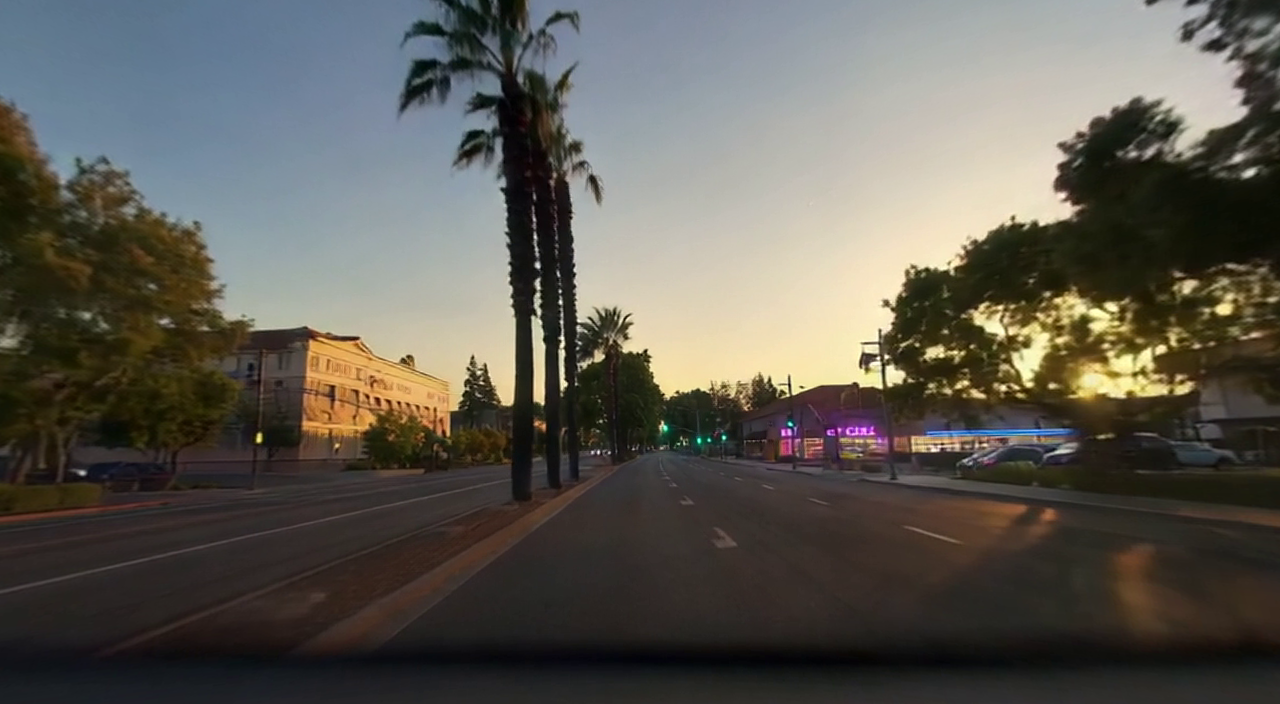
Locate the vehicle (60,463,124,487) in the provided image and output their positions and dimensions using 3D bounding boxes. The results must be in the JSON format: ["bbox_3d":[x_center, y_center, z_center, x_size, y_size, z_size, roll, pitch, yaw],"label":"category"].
[{"bbox_3d":[-42.154,9.396,48.578,4.464,1.684,2.128,-5,-10,28],"label":"vehicle"}]

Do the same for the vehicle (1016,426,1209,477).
[{"bbox_3d":[21.427,4.540,28.958,6.489,2.179,2.882,0,-9,-1],"label":"vehicle"}]

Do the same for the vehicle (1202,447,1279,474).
[{"bbox_3d":[39.550,7.077,41.404,1.919,1.613,3.862,-2,-9,5],"label":"vehicle"}]
